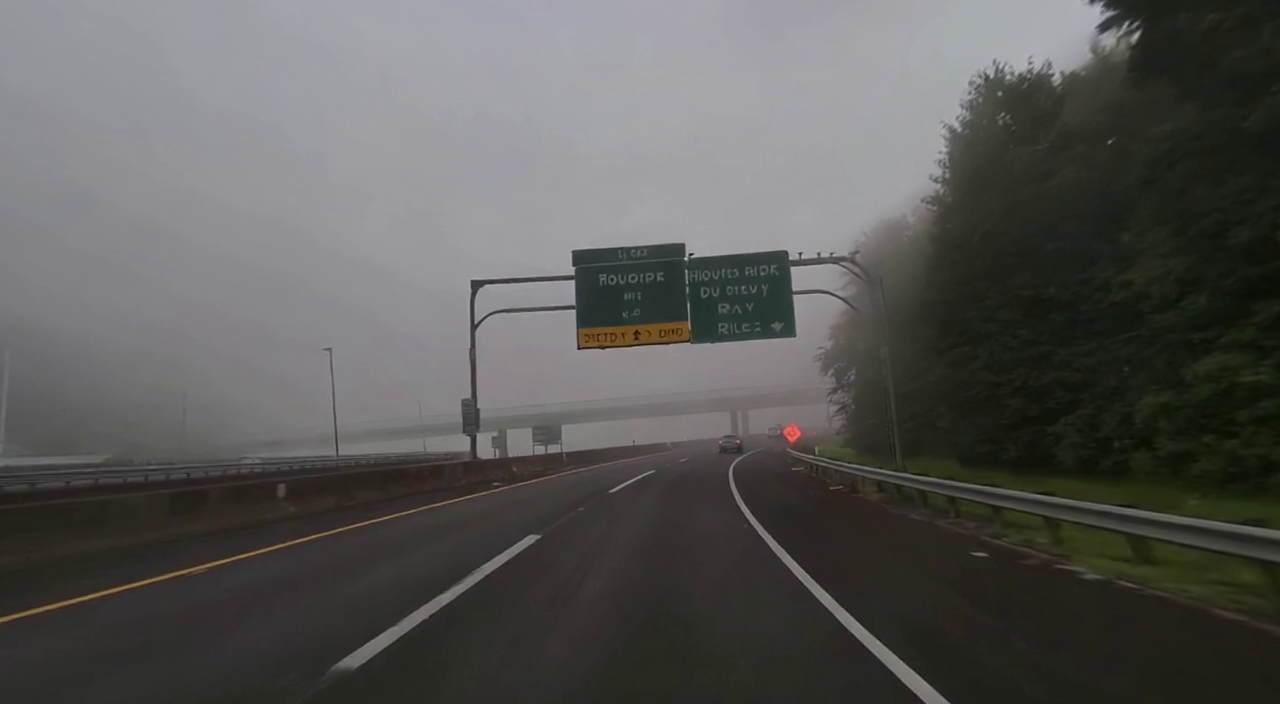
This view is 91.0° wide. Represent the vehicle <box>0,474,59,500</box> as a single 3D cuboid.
[{"bbox_3d":[-48.209,10.512,49.227,1.913,1.691,4.696,2,-9,-13],"label":"vehicle"}]

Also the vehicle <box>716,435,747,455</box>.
[{"bbox_3d":[7.262,7.343,49.815,1.985,1.511,4.012,-2,-9,14],"label":"vehicle"}]
